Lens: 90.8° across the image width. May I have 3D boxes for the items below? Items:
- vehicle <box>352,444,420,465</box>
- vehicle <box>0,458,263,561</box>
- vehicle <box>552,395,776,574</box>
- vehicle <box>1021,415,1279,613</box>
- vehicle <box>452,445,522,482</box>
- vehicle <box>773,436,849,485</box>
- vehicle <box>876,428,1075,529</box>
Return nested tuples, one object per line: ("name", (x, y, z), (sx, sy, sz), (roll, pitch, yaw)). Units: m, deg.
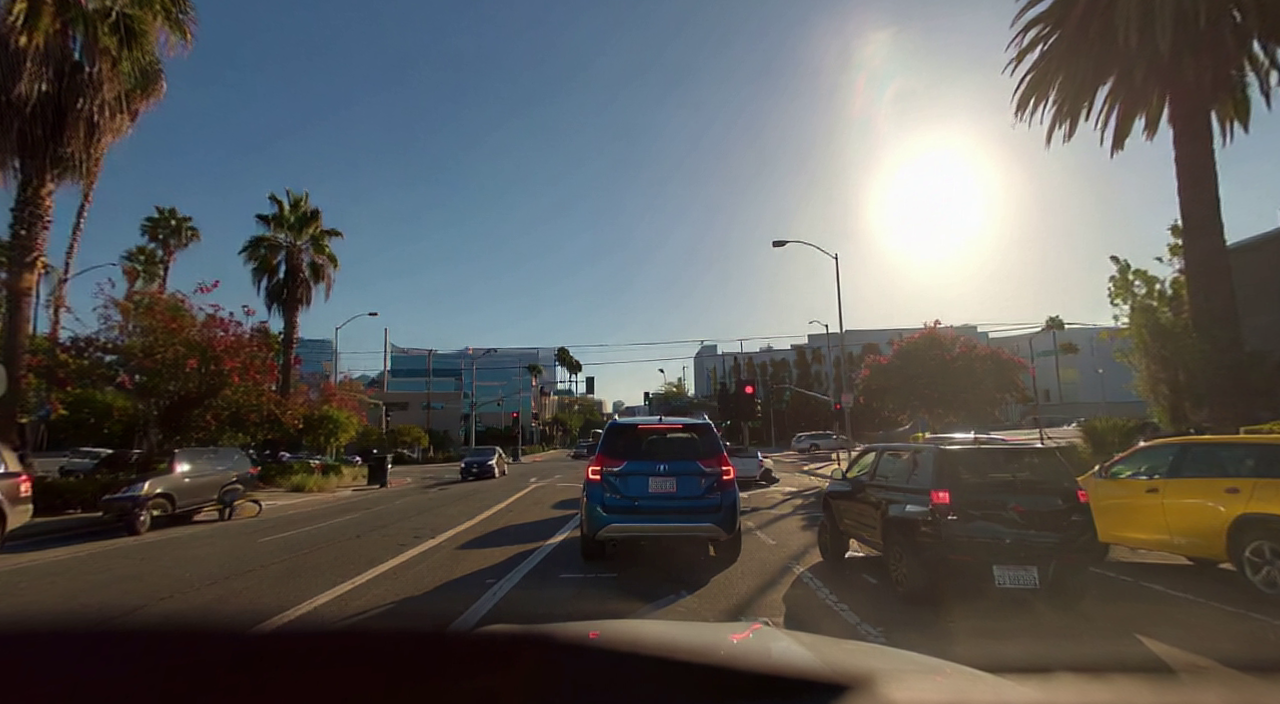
("vehicle", (-18.719, 7.536, 46.660), (1.759, 1.457, 4.297), (-7, -11, 37))
("vehicle", (-9.576, 2.813, 11.956), (2.054, 1.467, 4.595), (-3, -9, 0))
("vehicle", (0.263, 1.664, 8.624), (2.264, 1.798, 4.258), (0, -8, 1))
("vehicle", (6.441, 1.602, 6.923), (1.935, 1.672, 4.139), (0, -8, 1))
("vehicle", (-6.658, 4.877, 28.023), (1.928, 1.475, 4.645), (0, -8, 0))
("vehicle", (6.570, 4.196, 24.766), (1.948, 1.729, 4.023), (0, -8, 2))
("vehicle", (6.668, 2.532, 13.244), (1.930, 1.736, 4.329), (-1, -8, 3))
